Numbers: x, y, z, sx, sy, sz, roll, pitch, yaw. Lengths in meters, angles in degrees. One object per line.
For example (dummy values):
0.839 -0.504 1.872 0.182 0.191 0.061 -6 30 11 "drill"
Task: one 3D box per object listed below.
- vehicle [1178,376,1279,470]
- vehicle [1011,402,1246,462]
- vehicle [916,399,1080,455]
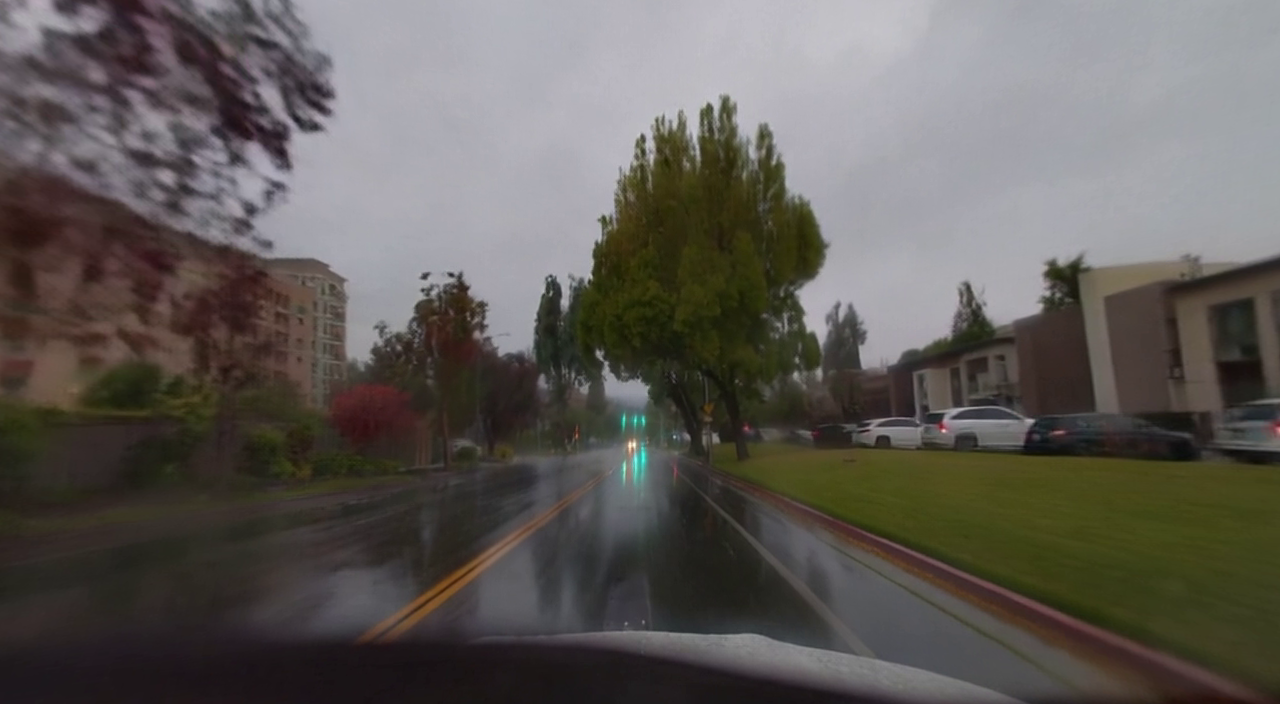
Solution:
12.459 1.253 10.855 4.529 1.490 2.168 1 -8 -5 "vehicle"
12.633 2.117 16.549 4.428 1.467 2.099 0 -8 -1 "vehicle"
12.349 2.632 21.929 4.540 1.824 1.965 1 -8 -6 "vehicle"
